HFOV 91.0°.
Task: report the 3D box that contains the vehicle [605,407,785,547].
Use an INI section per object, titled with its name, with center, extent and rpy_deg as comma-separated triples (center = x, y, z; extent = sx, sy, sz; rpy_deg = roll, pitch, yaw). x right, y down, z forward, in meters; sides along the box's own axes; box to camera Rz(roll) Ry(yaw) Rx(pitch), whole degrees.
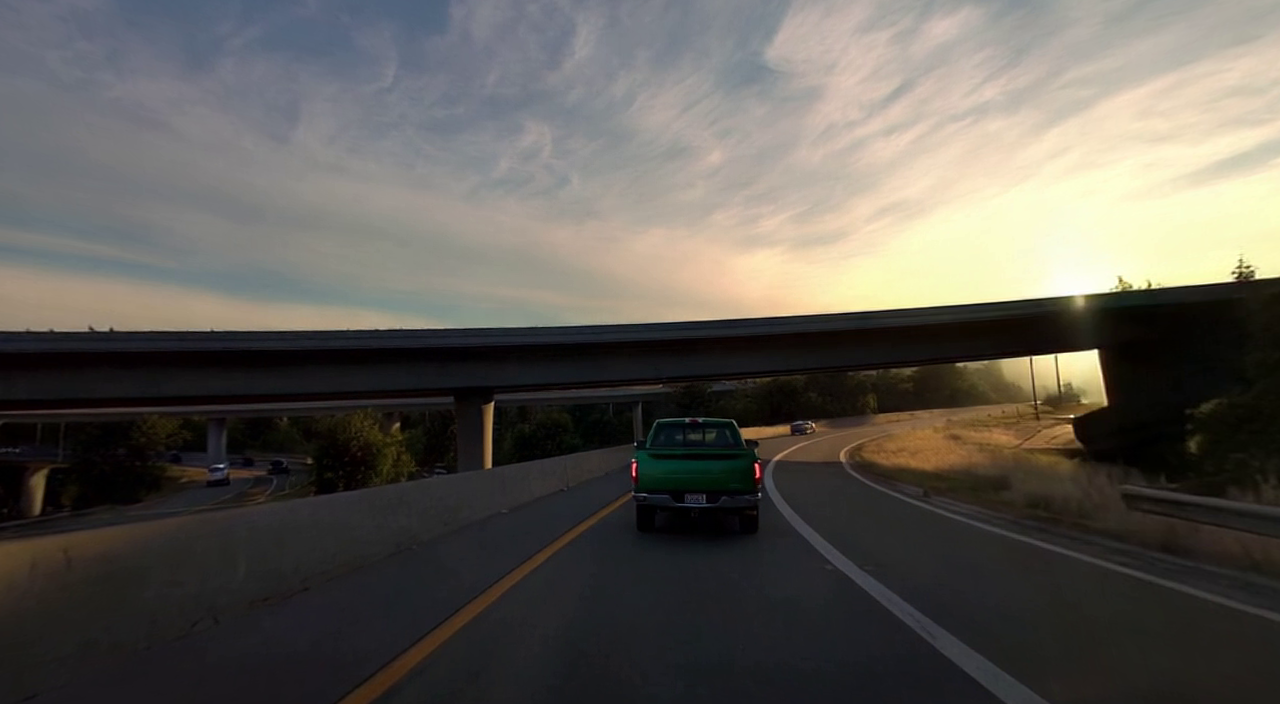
[vehicle]
center = 0.874, 1.887, 10.136
extent = 2.235, 1.716, 4.435
rpy_deg = -1, -9, 5
